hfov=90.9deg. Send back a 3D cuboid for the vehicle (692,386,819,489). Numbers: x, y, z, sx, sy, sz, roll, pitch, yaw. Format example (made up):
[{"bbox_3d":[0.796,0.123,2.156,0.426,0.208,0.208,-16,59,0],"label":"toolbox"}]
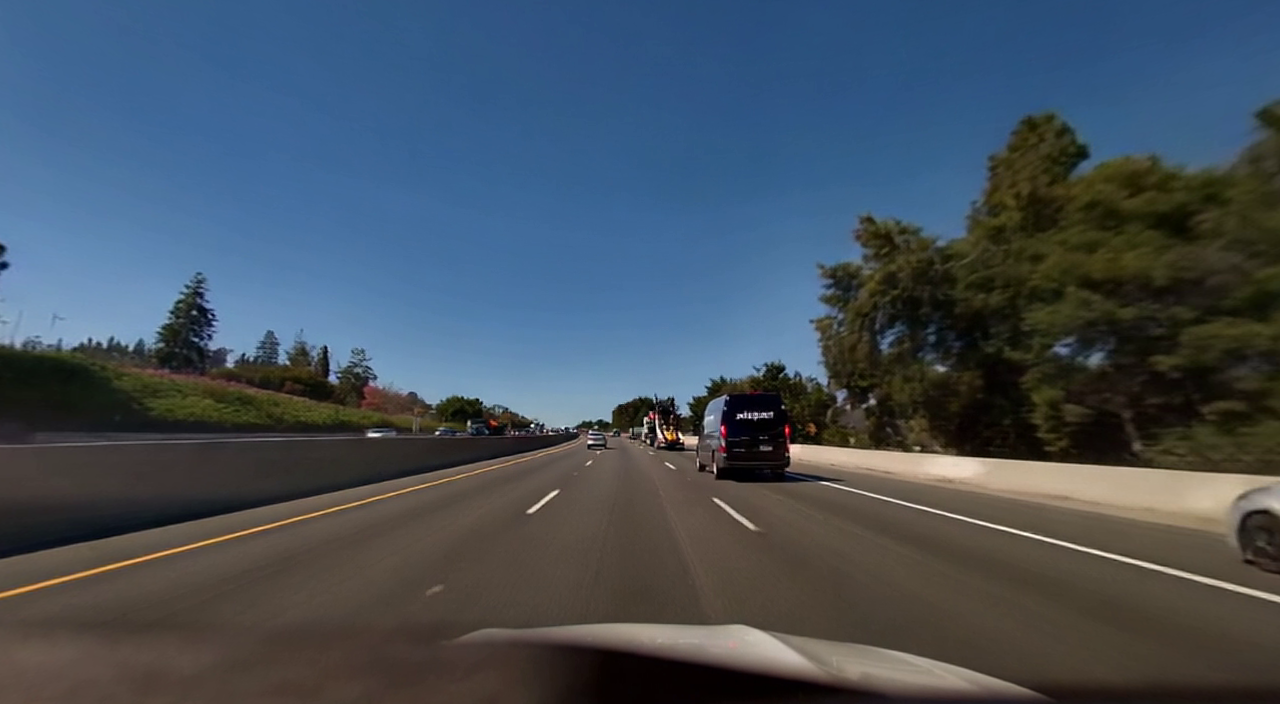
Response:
[{"bbox_3d":[3.108,2.510,18.576,2.386,2.509,5.880,0,-8,-2],"label":"vehicle"}]

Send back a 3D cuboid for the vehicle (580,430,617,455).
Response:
[{"bbox_3d":[-2.602,5.851,40.666,2.217,1.502,4.222,0,-8,-1],"label":"vehicle"}]

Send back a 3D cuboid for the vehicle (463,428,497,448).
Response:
[{"bbox_3d":[-12.601,6.788,49.873,1.781,1.459,4.003,1,-8,-2],"label":"vehicle"}]

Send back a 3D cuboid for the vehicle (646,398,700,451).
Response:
[{"bbox_3d":[2.403,5.784,49.368,2.912,3.738,10.123,1,-8,-4],"label":"vehicle"}]
